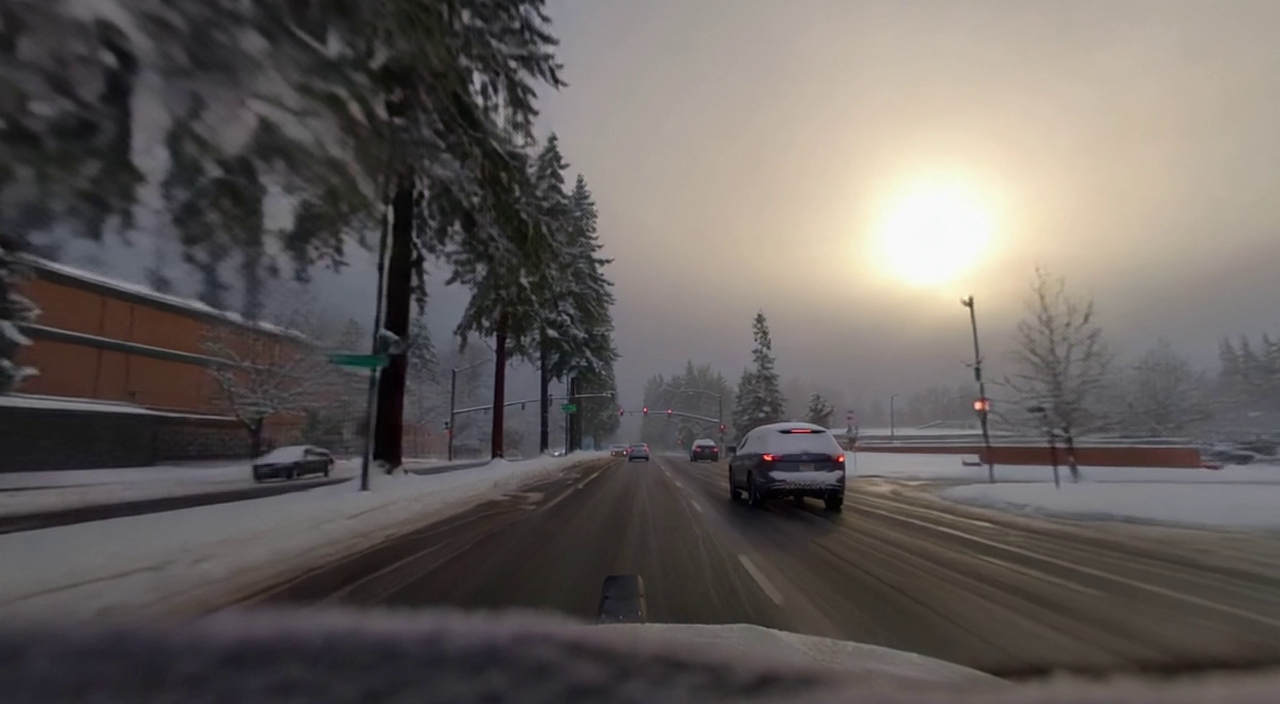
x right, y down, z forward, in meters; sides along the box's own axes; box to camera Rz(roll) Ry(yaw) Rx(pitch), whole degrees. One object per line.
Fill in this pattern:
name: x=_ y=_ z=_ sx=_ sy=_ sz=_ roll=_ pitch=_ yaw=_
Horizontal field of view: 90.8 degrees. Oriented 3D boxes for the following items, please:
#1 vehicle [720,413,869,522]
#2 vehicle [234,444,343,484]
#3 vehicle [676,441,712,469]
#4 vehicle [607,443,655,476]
vehicle: x=3.063 y=2.413 z=13.638 sx=2.035 sy=1.940 sz=4.299 roll=0 pitch=-9 yaw=-1
vehicle: x=-14.374 y=4.597 z=26.169 sx=1.913 sy=1.477 sz=4.470 roll=0 pitch=-9 yaw=1
vehicle: x=3.451 y=6.651 z=40.974 sx=1.922 sy=1.708 sz=4.126 roll=0 pitch=-9 yaw=-1
vehicle: x=-0.409 y=5.036 z=29.765 sx=2.119 sy=1.460 sz=3.847 roll=0 pitch=-9 yaw=0
